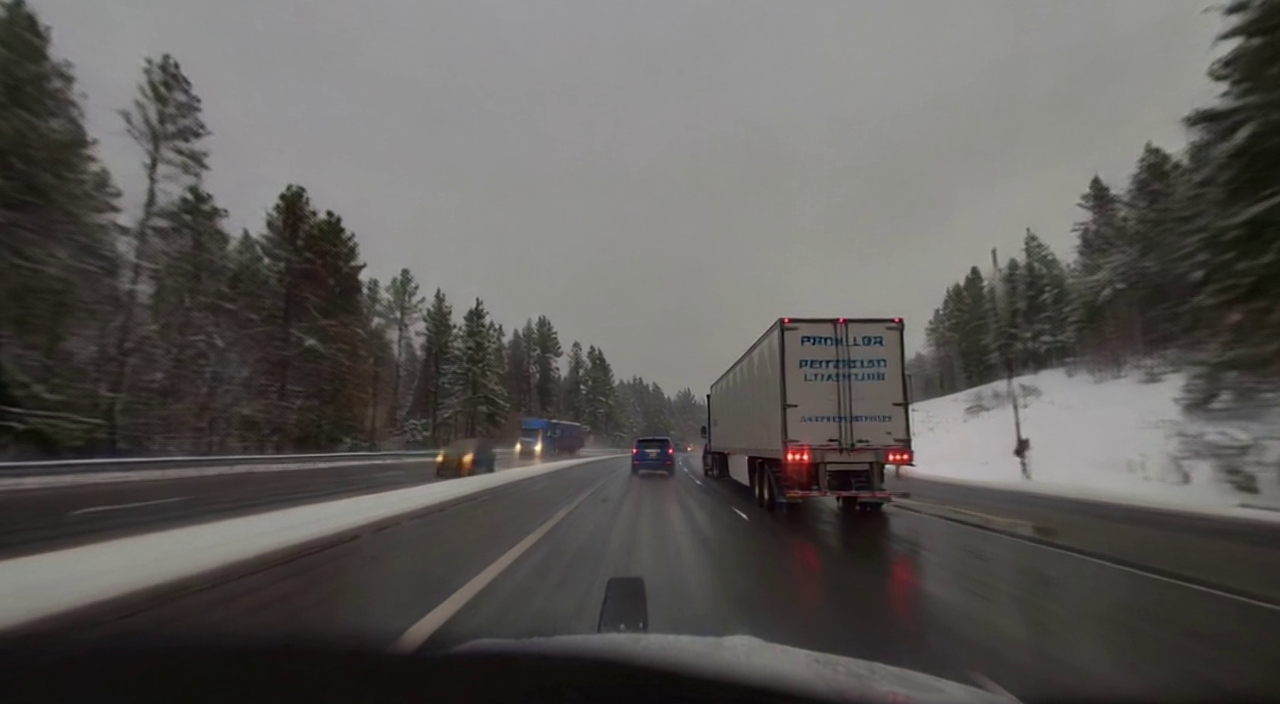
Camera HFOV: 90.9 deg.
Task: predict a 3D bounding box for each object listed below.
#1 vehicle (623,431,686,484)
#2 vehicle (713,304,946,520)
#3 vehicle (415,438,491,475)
[{"bbox_3d":[0.568,4.029,24.422,2.222,1.848,4.610,0,-8,2],"label":"vehicle"},{"bbox_3d":[4.554,2.349,20.437,2.899,4.160,16.621,0,-9,2],"label":"vehicle"},{"bbox_3d":[-8.701,4.887,29.786,2.071,1.610,4.399,0,-8,2],"label":"vehicle"}]
